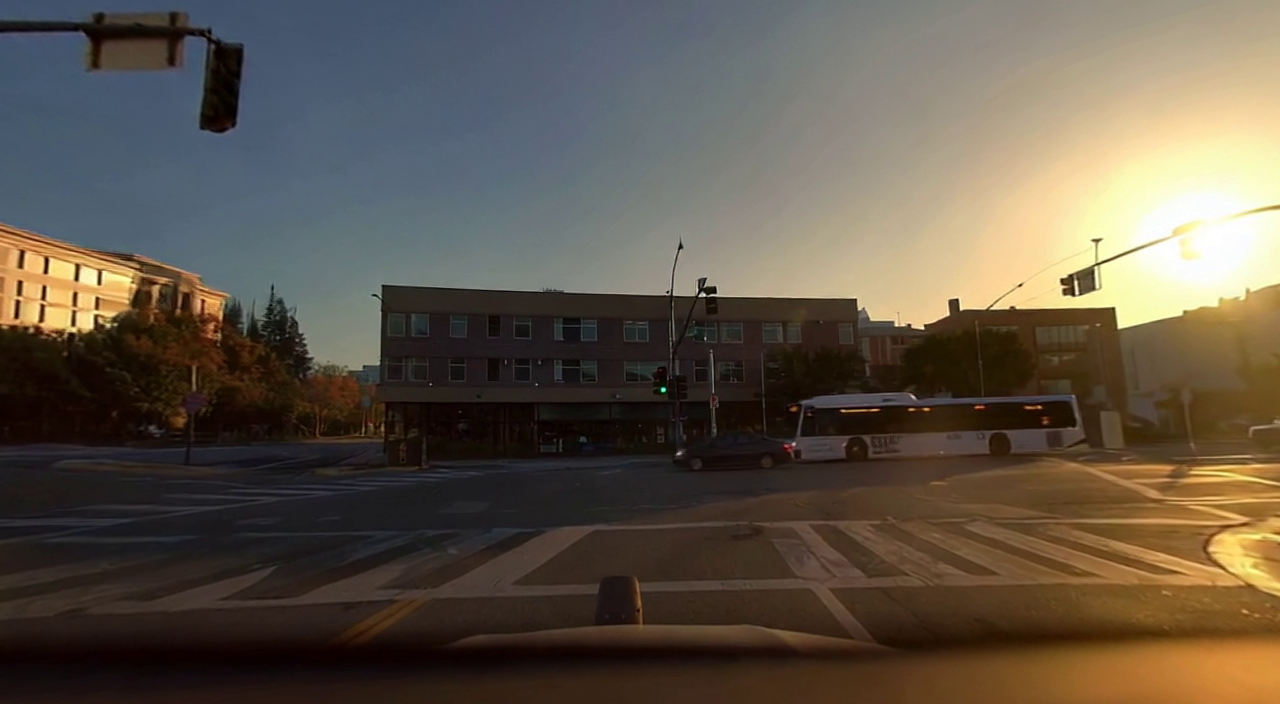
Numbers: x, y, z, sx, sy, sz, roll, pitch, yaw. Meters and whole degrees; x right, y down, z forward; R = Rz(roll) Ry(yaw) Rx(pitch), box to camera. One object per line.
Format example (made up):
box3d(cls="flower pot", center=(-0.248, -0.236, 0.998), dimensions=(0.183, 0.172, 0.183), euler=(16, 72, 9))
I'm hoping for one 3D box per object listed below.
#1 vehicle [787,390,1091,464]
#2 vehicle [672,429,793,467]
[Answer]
box3d(cls="vehicle", center=(13.816, 3.613, 29.812), dimensions=(12.822, 3.296, 3.033), euler=(0, -9, -1))
box3d(cls="vehicle", center=(3.660, 3.898, 25.423), dimensions=(4.538, 1.461, 1.805), euler=(0, -9, -2))
